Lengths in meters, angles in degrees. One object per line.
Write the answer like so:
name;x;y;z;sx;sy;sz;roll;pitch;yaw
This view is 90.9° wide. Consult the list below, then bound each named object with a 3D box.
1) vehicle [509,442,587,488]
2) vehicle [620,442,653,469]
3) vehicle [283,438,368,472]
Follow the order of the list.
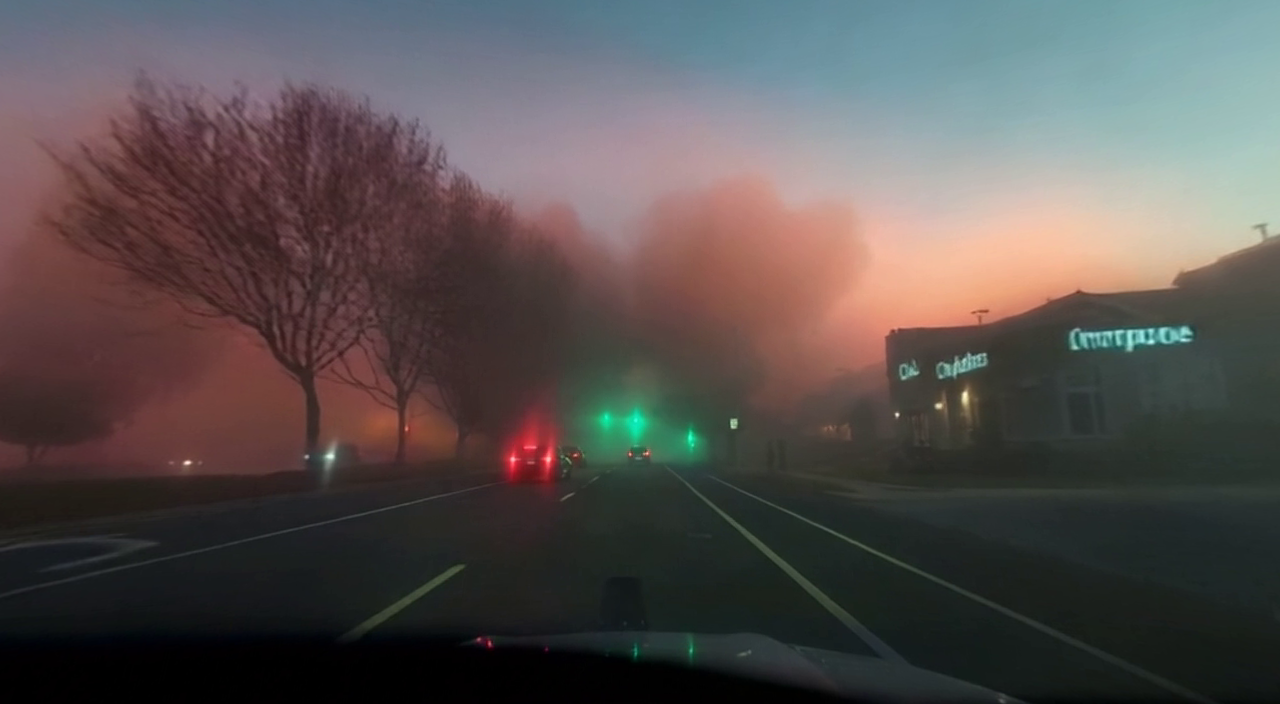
vehicle;-3.147;3.995;22.596;2.015;1.470;4.458;0;-8;1
vehicle;-0.245;7.089;43.254;2.153;1.764;4.047;0;-8;0
vehicle;-20.099;6.598;40.670;2.226;1.987;5.777;-1;-9;4
